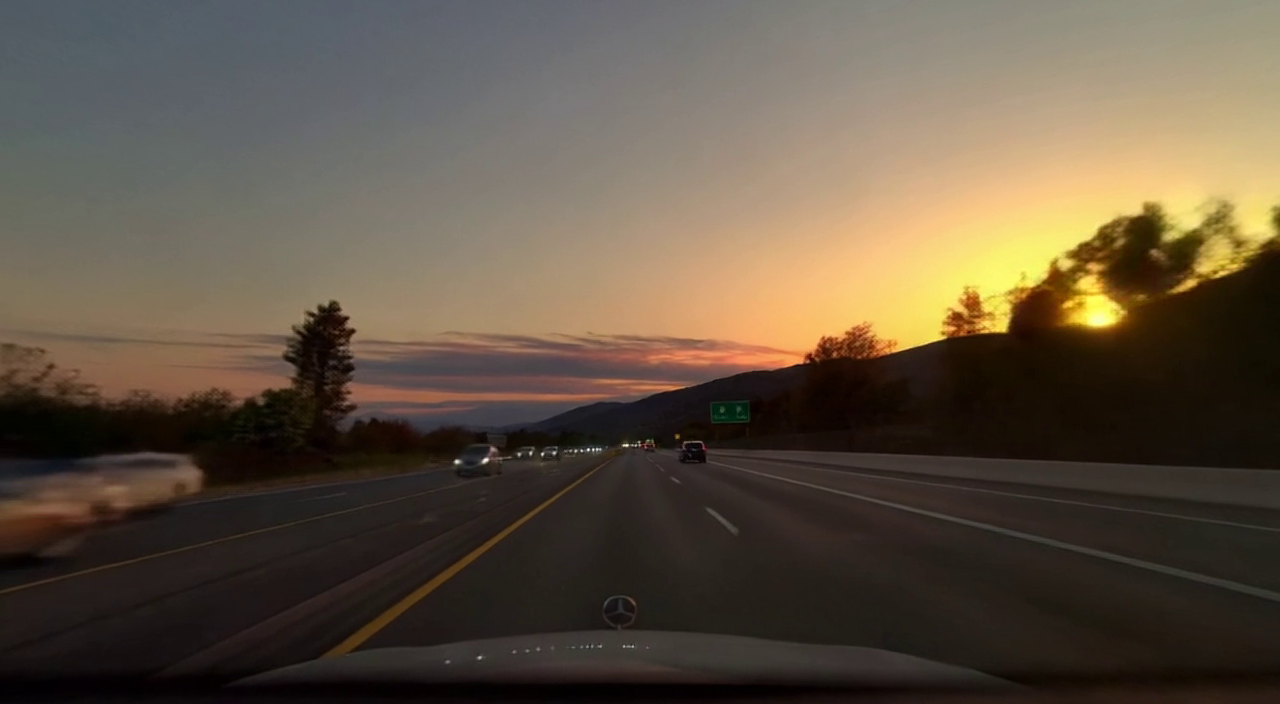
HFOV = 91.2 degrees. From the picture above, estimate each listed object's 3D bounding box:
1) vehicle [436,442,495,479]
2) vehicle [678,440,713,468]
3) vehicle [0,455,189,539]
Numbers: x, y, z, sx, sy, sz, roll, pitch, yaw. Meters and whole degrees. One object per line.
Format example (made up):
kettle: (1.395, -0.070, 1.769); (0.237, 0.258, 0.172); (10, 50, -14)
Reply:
vehicle: (-8.852, 5.531, 32.171); (2.032, 1.690, 4.489); (0, -9, -5)
vehicle: (3.356, 6.194, 38.253); (1.972, 1.614, 4.025); (-1, -9, 5)
vehicle: (-12.921, 3.210, 14.504); (1.920, 1.572, 4.264); (0, -9, -3)
